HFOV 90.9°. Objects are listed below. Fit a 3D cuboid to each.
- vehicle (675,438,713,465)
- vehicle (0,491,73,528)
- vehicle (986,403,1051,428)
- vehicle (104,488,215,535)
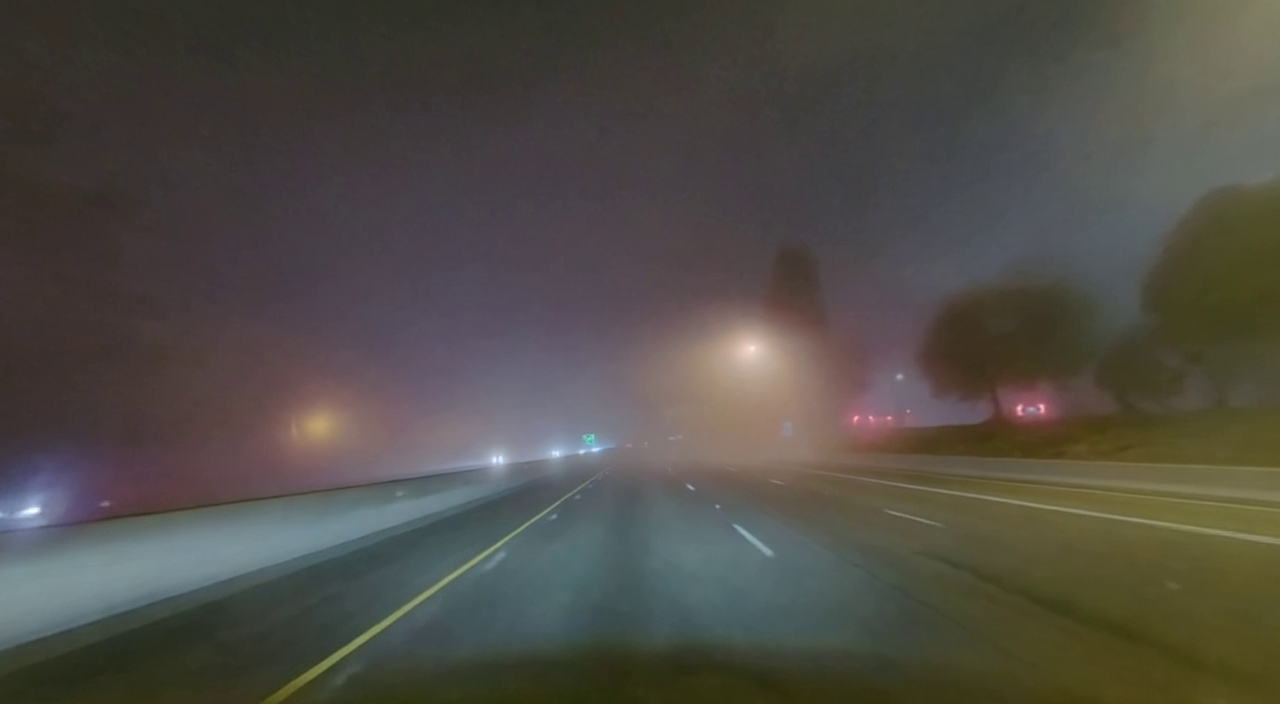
[{"bbox_3d":[3.607,6.754,43.044,2.099,1.748,4.331,0,-8,-2],"label":"vehicle"},{"bbox_3d":[-34.701,8.771,35.274,1.893,1.612,4.413,0,-8,-3],"label":"vehicle"},{"bbox_3d":[25.959,4.399,43.403,1.887,1.537,3.996,0,-8,-2],"label":"vehicle"},{"bbox_3d":[-20.749,6.869,27.457,1.740,1.594,3.888,0,-8,-1],"label":"vehicle"}]
